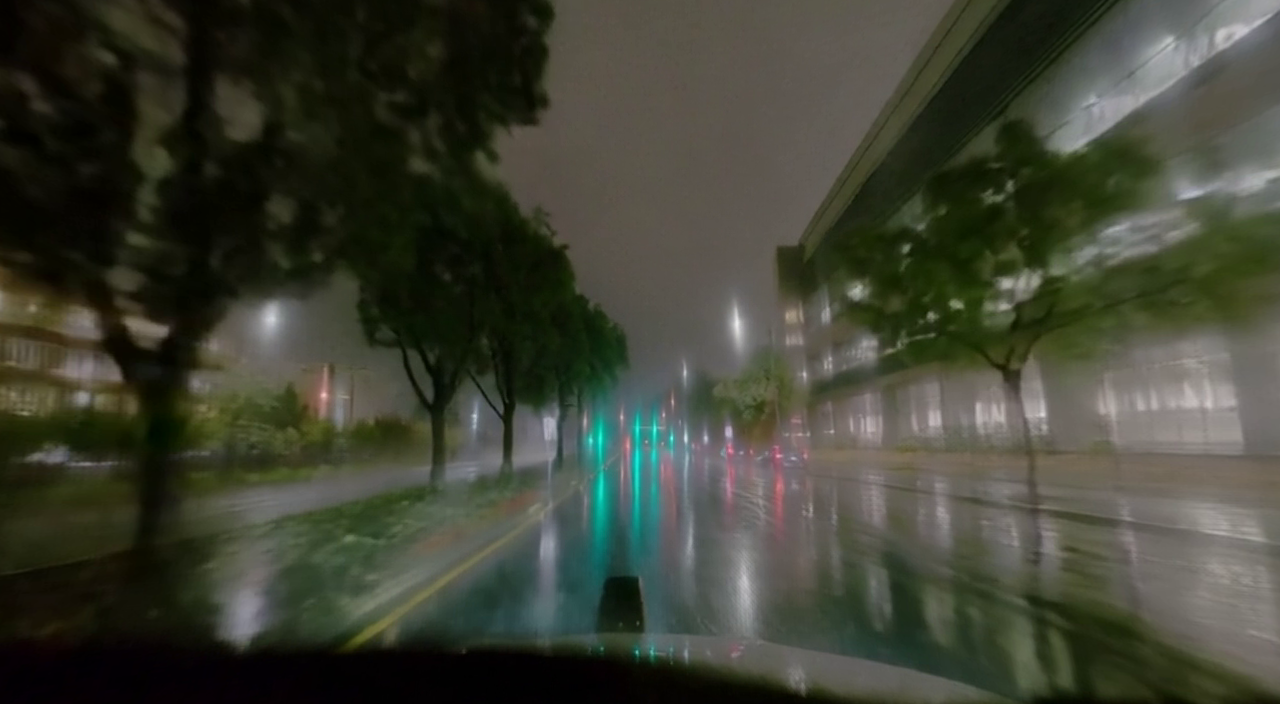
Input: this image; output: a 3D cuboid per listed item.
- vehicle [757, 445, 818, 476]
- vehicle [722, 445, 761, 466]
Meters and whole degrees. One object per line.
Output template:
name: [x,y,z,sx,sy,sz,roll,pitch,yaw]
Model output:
vehicle: [7.468,5.521,32.479,1.991,1.446,4.685,0,-8,-1]
vehicle: [7.487,7.657,47.042,2.024,1.447,4.665,0,-8,-1]
